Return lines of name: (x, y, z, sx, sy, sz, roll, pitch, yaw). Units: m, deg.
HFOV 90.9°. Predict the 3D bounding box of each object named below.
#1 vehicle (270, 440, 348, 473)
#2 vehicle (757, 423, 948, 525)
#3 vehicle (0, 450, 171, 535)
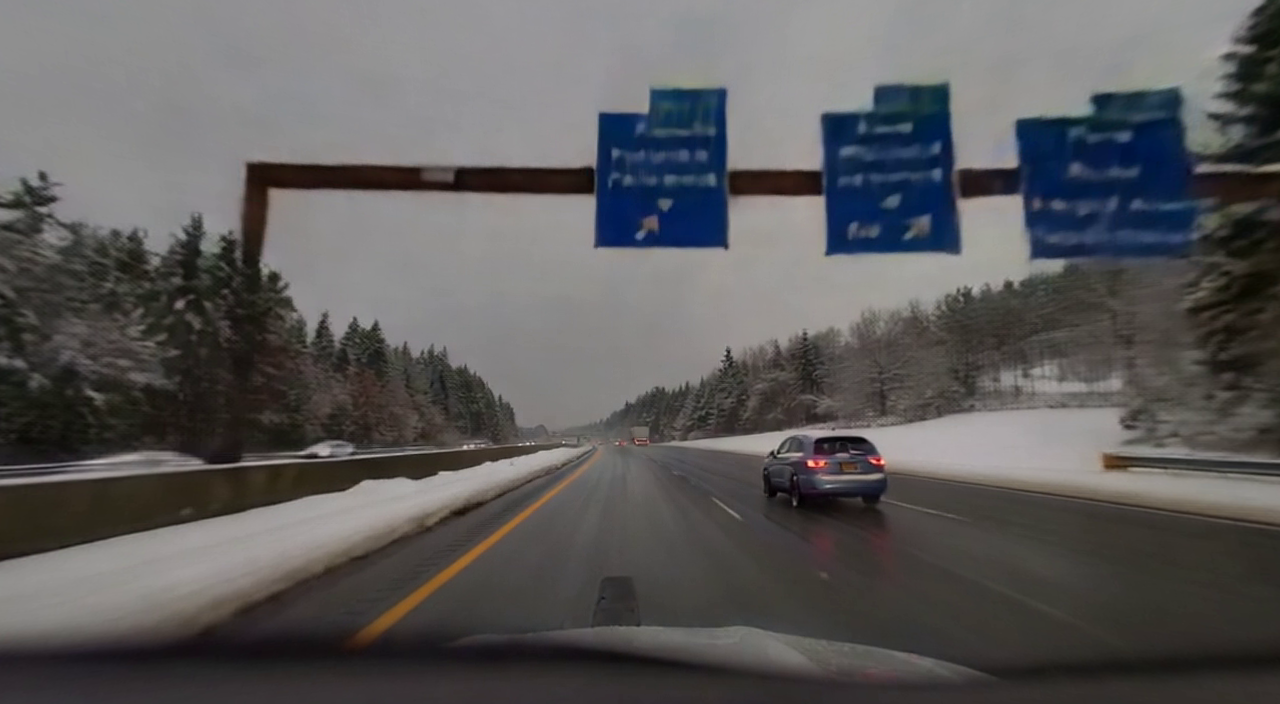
vehicle: (-18.070, 5.680, 34.660, 1.962, 1.680, 4.392, 0, -8, -2)
vehicle: (3.622, 2.145, 11.704, 1.958, 1.526, 4.227, 0, -8, -2)
vehicle: (-13.344, 3.056, 14.387, 1.922, 1.530, 4.422, 0, -8, -1)
